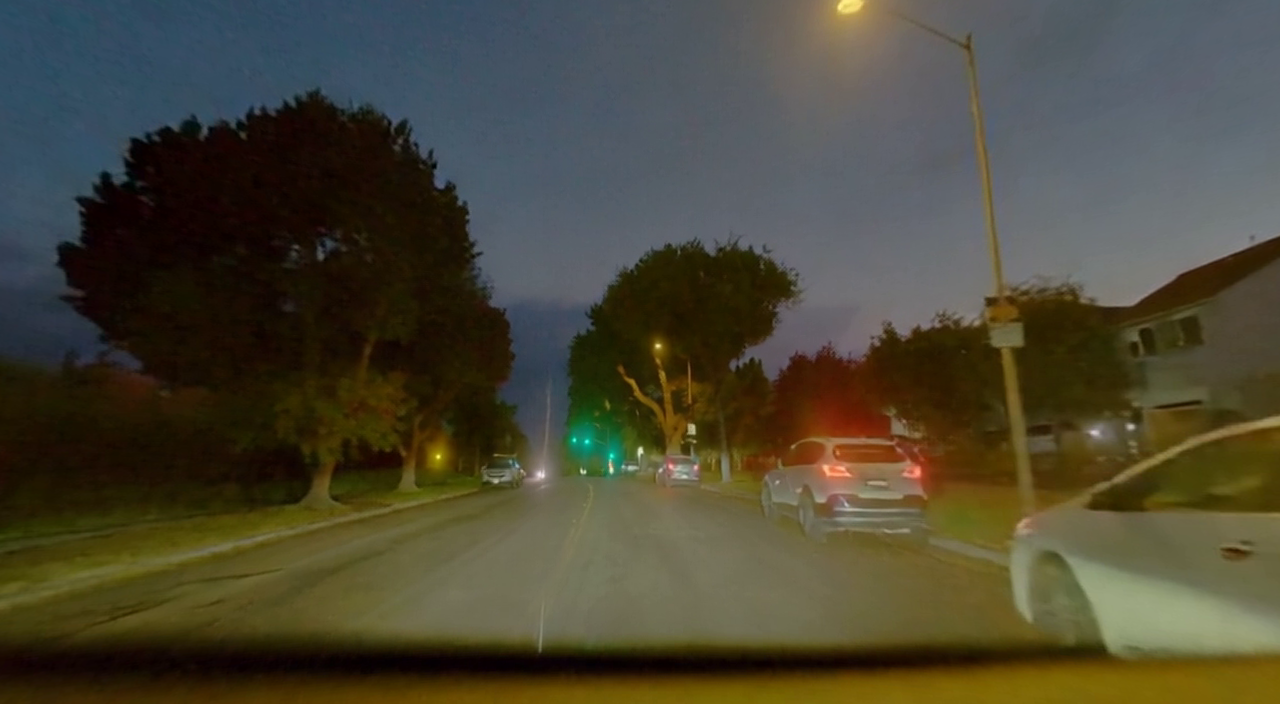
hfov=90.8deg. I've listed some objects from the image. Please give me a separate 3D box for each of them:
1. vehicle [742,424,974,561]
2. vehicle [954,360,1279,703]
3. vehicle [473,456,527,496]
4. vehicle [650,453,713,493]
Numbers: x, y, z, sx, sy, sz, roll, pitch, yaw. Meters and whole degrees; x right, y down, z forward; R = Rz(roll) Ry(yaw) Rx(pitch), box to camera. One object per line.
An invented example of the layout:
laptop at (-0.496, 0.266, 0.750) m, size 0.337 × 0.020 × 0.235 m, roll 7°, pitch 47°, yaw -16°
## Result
vehicle at (3.270, 2.208, 10.754) m, size 1.990 × 1.753 × 4.783 m, roll 0°, pitch -9°, yaw -3°
vehicle at (3.467, 0.910, 2.614) m, size 1.970 × 1.709 × 4.568 m, roll -1°, pitch -9°, yaw 0°
vehicle at (-6.885, 6.110, 31.492) m, size 2.051 × 1.575 × 4.581 m, roll -2°, pitch -7°, yaw -5°
vehicle at (1.893, 5.784, 30.564) m, size 2.163 × 1.742 × 4.239 m, roll 1°, pitch -9°, yaw -8°
